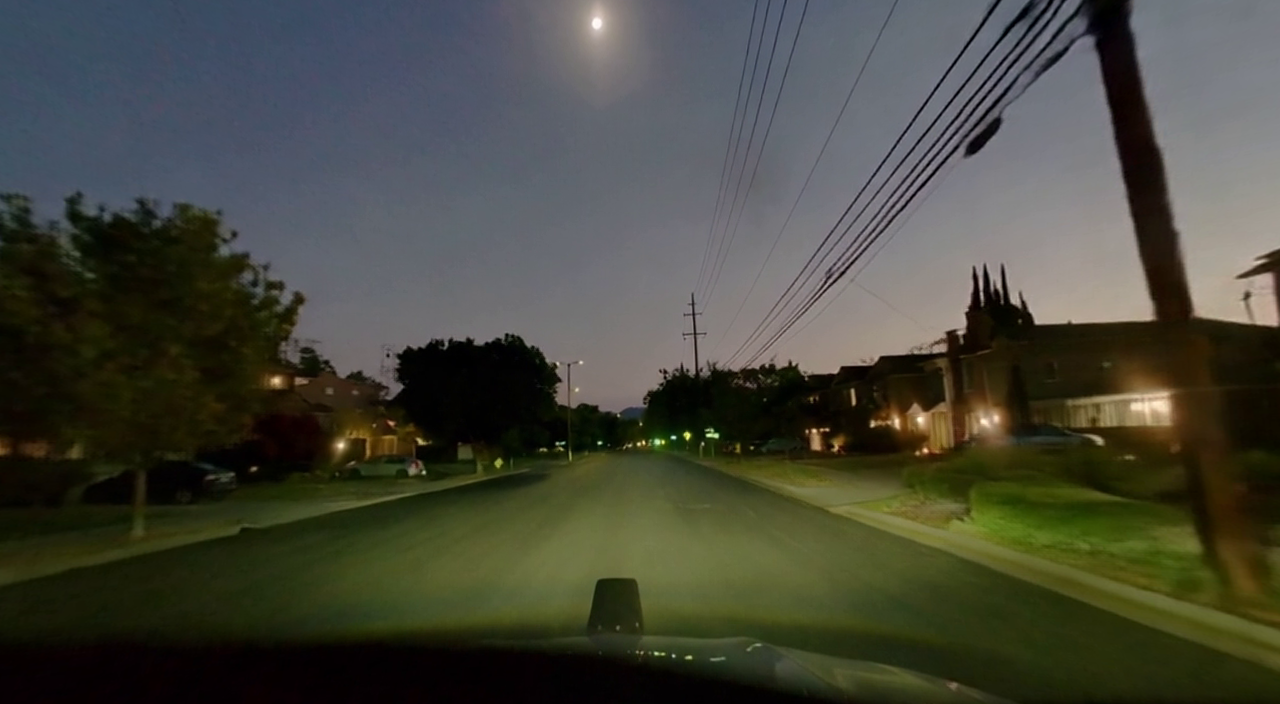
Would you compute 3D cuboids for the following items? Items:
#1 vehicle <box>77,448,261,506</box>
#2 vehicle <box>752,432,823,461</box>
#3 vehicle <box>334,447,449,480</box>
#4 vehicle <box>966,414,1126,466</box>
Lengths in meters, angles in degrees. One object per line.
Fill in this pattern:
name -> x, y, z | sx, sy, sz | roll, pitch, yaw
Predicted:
vehicle -> -14.950, 3.960, 20.559 | 1.978, 1.586, 5.192 | 0, -8, 0
vehicle -> 10.666, 6.884, 46.007 | 4.686, 1.786, 2.019 | -4, -8, 6
vehicle -> -12.478, 5.612, 31.889 | 4.893, 1.567, 2.105 | -1, -8, 6
vehicle -> 14.797, 3.254, 23.276 | 4.373, 1.759, 2.093 | 0, -9, 4
